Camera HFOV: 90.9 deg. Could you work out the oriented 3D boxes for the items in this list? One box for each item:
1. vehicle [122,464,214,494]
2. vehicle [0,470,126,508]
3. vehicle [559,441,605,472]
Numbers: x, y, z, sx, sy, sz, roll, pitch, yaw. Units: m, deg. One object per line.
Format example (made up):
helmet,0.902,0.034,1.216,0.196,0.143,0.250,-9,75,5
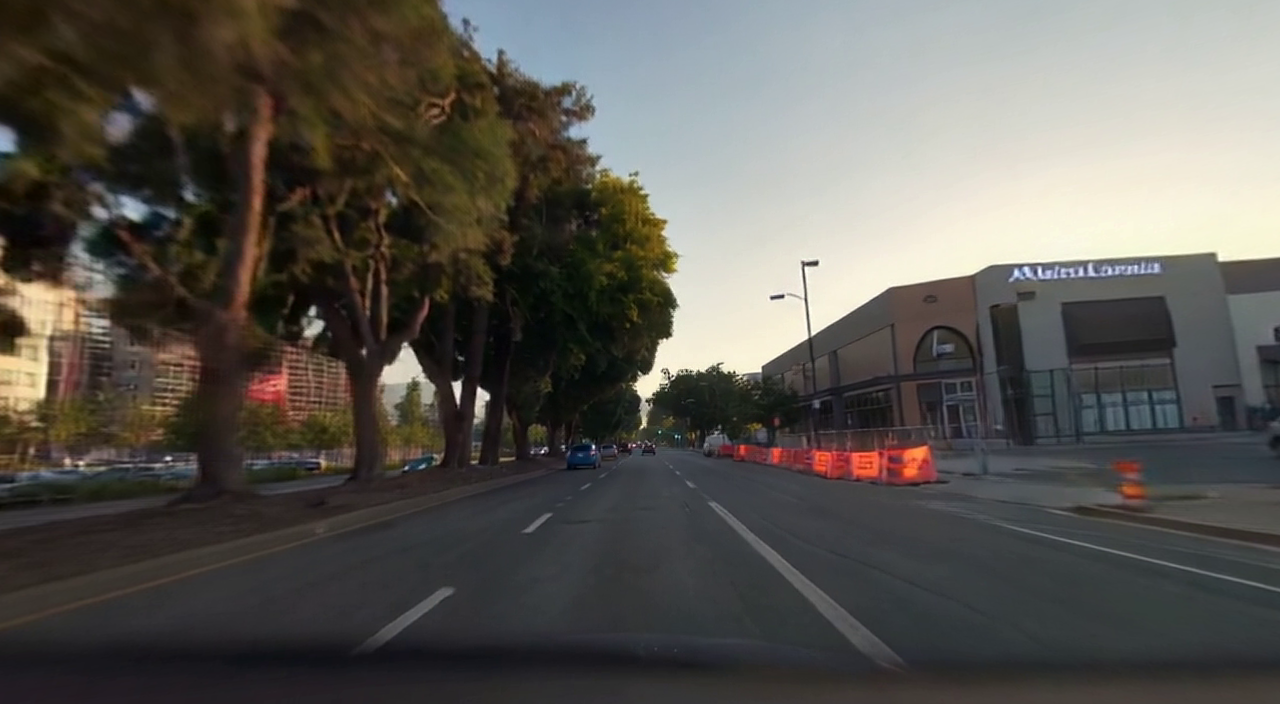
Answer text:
vehicle,-30.053,8.070,40.221,4.492,1.450,1.833,3,-11,-42
vehicle,-30.309,7.115,33.089,4.831,1.621,2.138,8,-12,-44
vehicle,-2.880,5.324,32.289,1.926,1.442,4.231,0,-8,0
